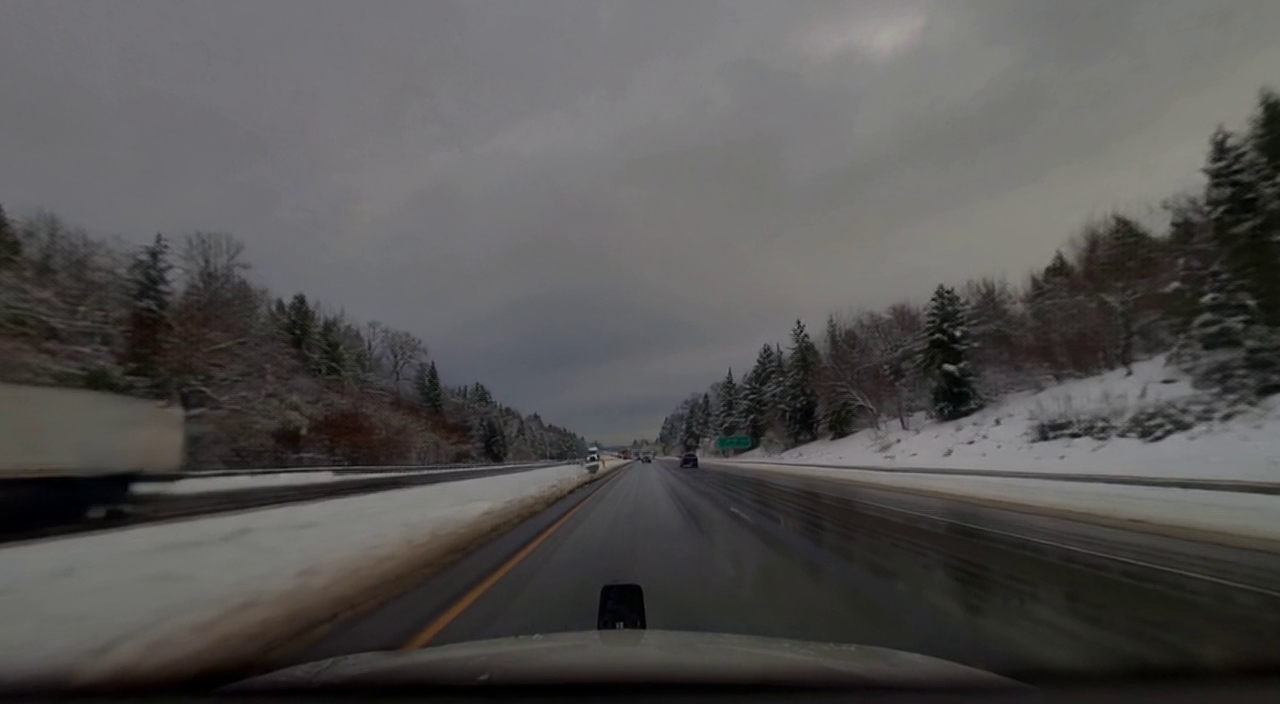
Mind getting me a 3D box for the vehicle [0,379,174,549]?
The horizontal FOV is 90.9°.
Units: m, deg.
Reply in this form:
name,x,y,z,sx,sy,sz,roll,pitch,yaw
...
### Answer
name,x,y,z,sx,sy,sz,roll,pitch,yaw
vehicle,-12.759,2.049,11.586,2.901,2.963,6.971,0,-9,1
